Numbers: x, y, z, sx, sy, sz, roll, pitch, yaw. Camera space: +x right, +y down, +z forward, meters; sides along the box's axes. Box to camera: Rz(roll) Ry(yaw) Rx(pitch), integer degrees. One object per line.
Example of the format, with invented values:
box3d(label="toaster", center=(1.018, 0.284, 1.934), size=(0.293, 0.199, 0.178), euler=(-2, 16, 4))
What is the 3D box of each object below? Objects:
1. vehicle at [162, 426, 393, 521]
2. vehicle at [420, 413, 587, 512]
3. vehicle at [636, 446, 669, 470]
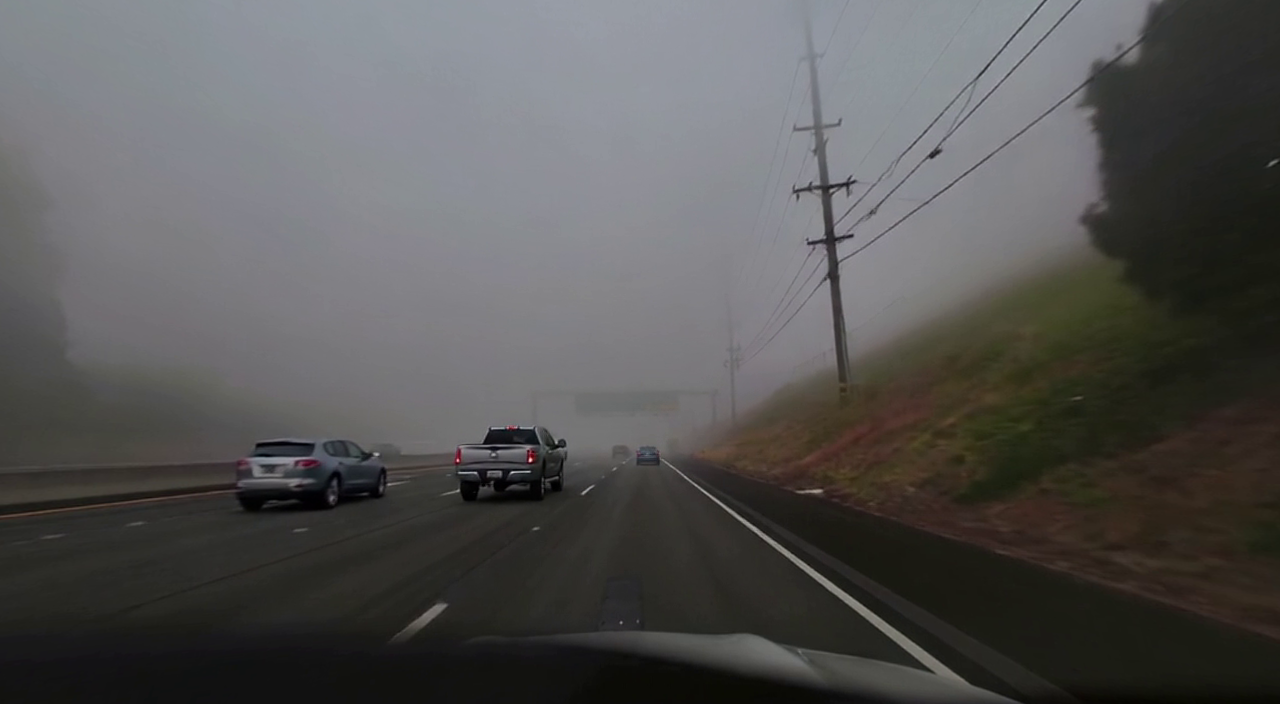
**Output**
box3d(label="vehicle", center=(-7.475, 2.542, 13.767), size=(2.143, 1.688, 4.776), euler=(0, -8, 1))
box3d(label="vehicle", center=(-3.173, 2.814, 16.569), size=(2.972, 2.087, 6.126), euler=(0, -8, 1))
box3d(label="vehicle", center=(0.797, 7.065, 42.132), size=(2.025, 1.485, 4.310), euler=(0, -8, -1))
